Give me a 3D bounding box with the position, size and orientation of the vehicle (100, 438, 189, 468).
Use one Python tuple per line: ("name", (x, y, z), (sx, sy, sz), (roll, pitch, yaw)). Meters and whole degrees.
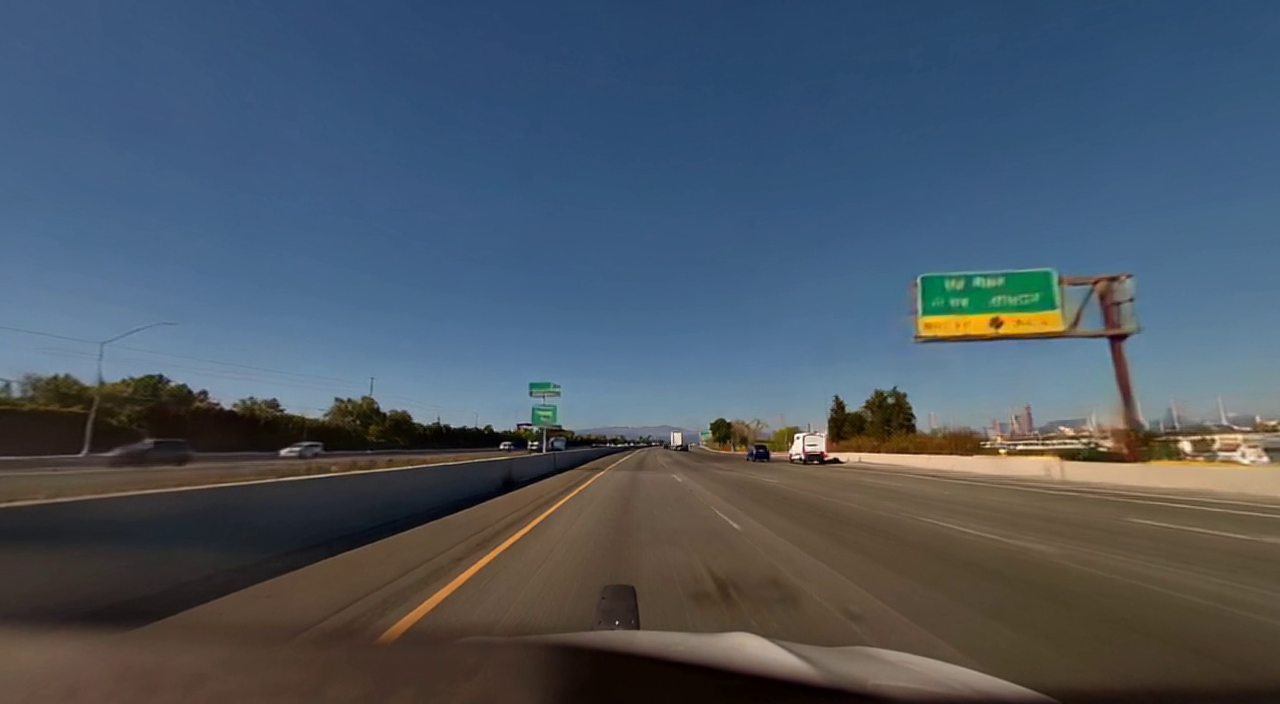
("vehicle", (-33.669, 6.871, 43.157), (2.047, 1.865, 4.880), (0, -8, 0))
